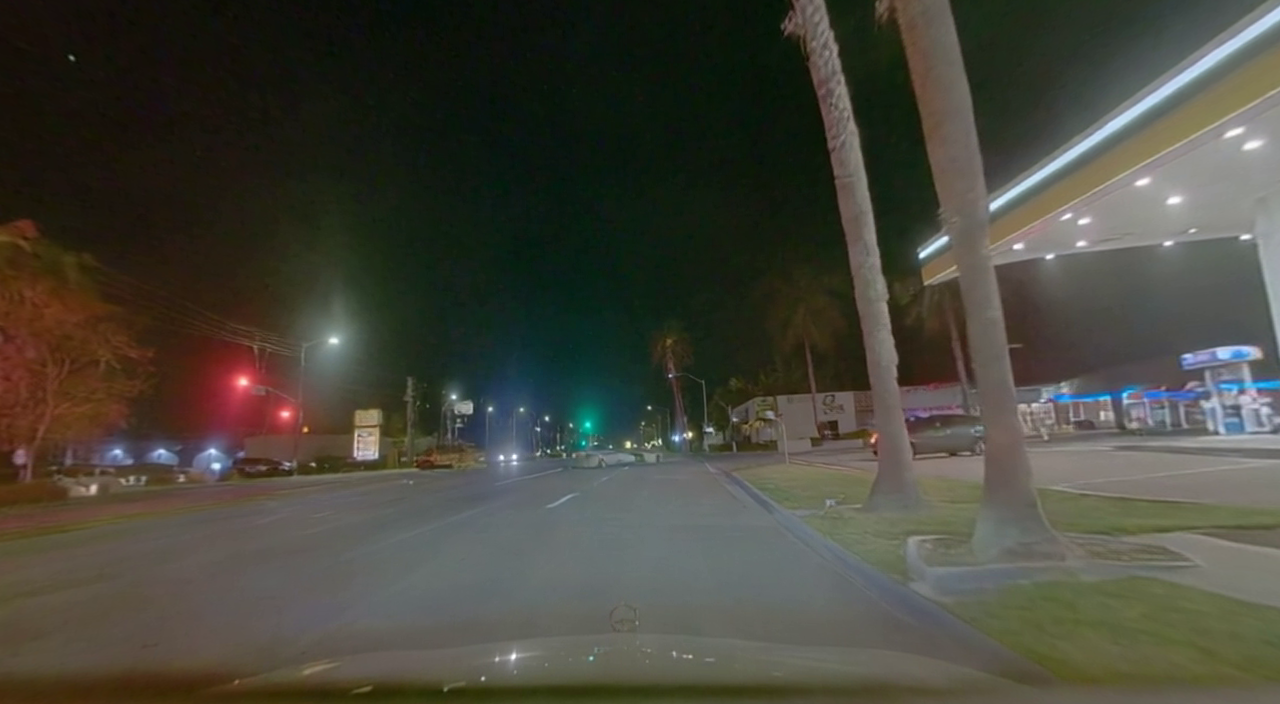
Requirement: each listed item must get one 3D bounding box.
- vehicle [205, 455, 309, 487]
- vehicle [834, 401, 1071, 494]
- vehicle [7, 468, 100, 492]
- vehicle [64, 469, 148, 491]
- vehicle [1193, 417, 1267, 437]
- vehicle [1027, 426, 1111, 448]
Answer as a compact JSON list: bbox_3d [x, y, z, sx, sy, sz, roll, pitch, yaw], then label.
[{"bbox_3d":[-25.936,8.048,42.721,5.803,1.632,2.173,-4,-7,3],"label":"vehicle"},{"bbox_3d":[7.534,2.355,15.621,4.640,1.800,2.026,-4,-9,1],"label":"vehicle"},{"bbox_3d":[-44.004,9.598,47.267,4.854,1.696,1.834,1,-8,-5],"label":"vehicle"},{"bbox_3d":[-38.406,9.207,45.293,4.290,1.475,1.742,0,-8,-3],"label":"vehicle"},{"bbox_3d":[43.932,5.602,46.916,3.739,1.451,1.647,0,-8,0],"label":"vehicle"},{"bbox_3d":[29.958,5.976,44.091,4.363,1.503,1.989,0,-8,3],"label":"vehicle"}]
